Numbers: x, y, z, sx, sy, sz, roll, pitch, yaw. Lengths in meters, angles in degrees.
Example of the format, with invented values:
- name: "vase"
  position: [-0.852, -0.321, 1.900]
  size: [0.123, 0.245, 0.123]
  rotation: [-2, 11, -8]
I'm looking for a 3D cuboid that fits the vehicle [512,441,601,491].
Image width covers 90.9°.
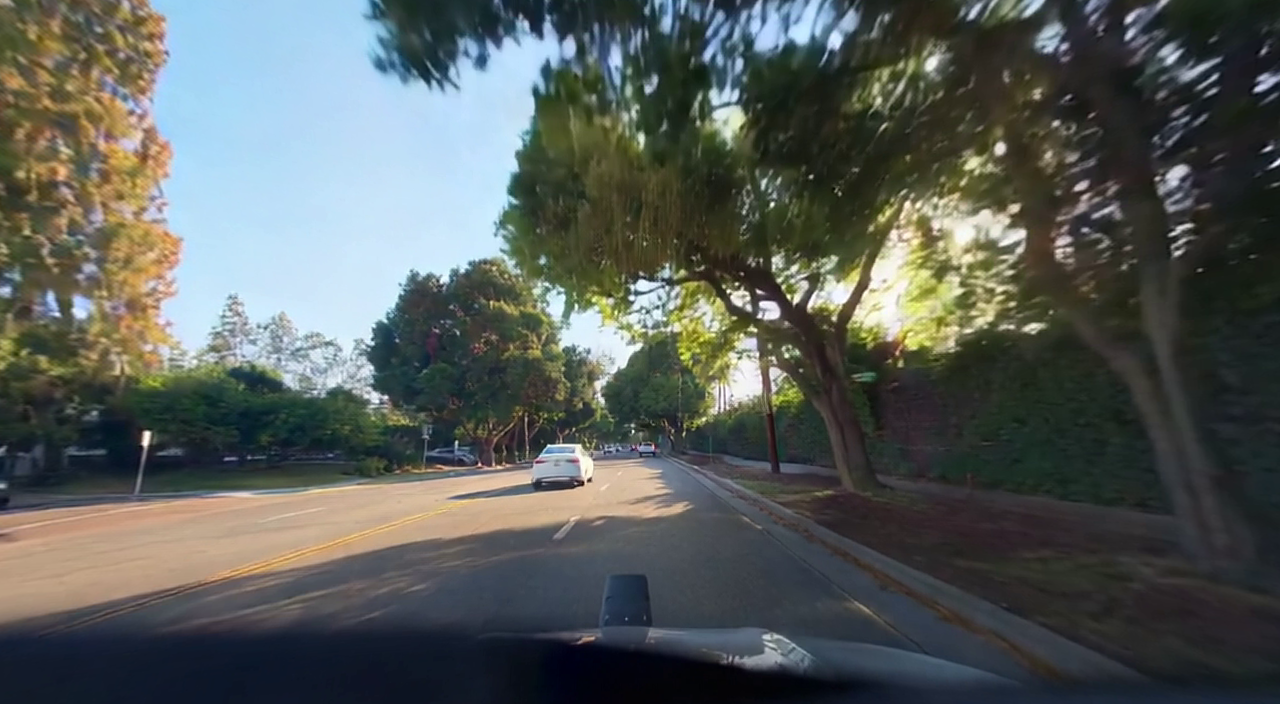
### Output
- name: "vehicle"
  position: [-2.584, 3.674, 20.710]
  size: [2.153, 1.461, 4.374]
  rotation: [-1, -8, 2]
